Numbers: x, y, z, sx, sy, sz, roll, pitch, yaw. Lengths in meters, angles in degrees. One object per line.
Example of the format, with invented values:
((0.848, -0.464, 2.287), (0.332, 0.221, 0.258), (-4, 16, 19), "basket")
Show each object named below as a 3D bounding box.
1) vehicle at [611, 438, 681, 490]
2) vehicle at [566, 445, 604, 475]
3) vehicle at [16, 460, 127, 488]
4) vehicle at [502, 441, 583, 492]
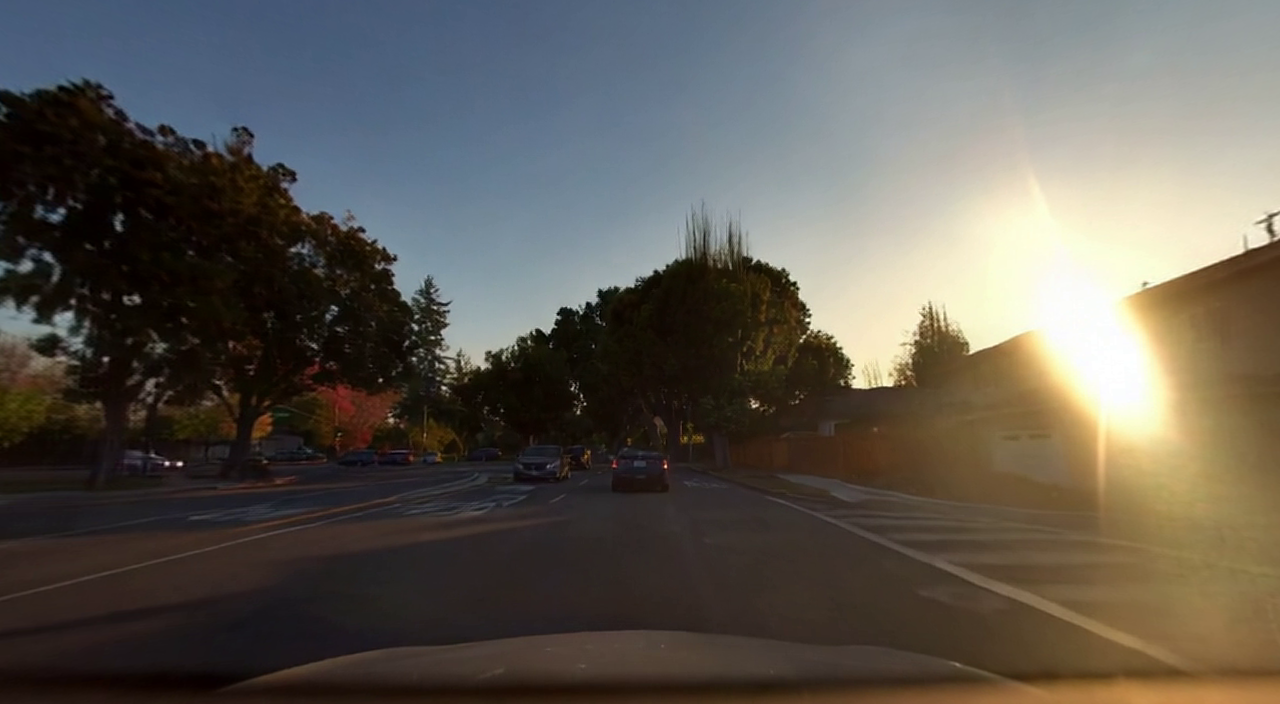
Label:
((0.187, 3.954, 22.488), (2.290, 1.653, 4.127), (0, -9, 0), "vehicle")
((-3.141, 6.034, 35.406), (1.986, 1.561, 3.805), (1, -9, -6), "vehicle")
((-36.644, 7.861, 40.605), (4.724, 1.597, 2.191), (2, -9, -10), "vehicle")
((-3.500, 4.186, 23.557), (2.067, 1.546, 4.988), (2, -7, 2), "vehicle")
